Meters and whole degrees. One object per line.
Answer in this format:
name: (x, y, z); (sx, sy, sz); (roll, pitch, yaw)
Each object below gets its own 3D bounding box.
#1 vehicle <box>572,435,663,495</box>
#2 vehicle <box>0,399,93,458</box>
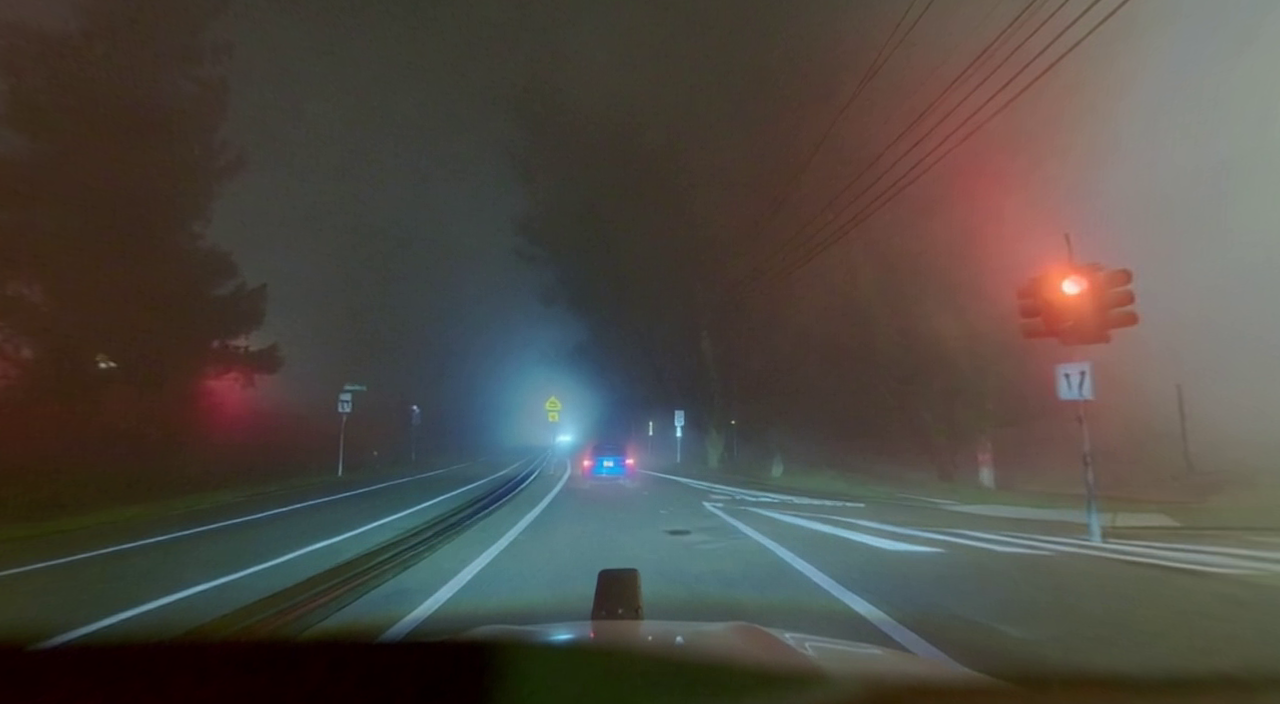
vehicle: (-0.761, 3.180, 18.175); (2.295, 1.510, 4.364); (1, -8, -5)
vehicle: (-32.146, 4.076, 33.039); (2.983, 2.816, 7.042); (3, -9, -21)
